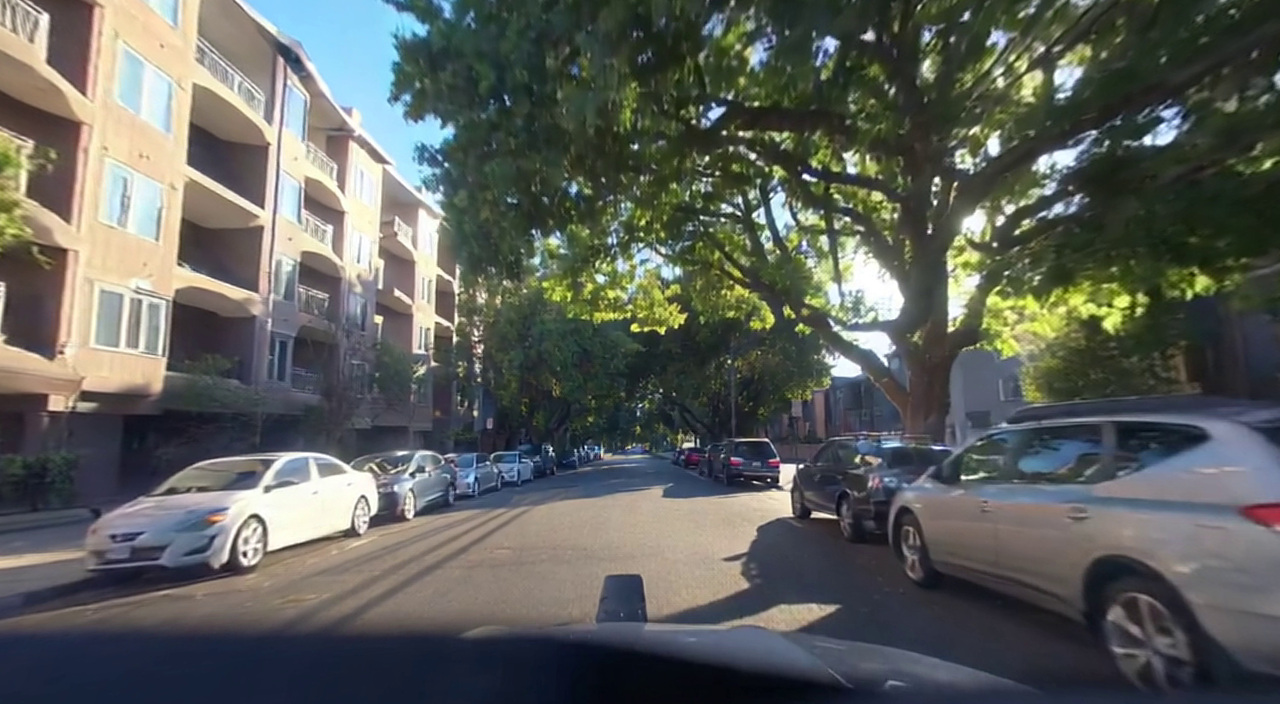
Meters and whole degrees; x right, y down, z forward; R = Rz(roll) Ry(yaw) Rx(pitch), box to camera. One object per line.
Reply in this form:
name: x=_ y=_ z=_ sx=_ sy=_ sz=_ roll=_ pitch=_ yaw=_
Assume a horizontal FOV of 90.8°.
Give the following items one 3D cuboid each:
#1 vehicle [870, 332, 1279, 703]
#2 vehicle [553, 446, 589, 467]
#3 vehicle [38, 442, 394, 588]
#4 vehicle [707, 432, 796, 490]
vehicle: x=3.639 y=1.158 z=4.637 sx=2.093 sy=1.801 sz=4.788 roll=2 pitch=-8 yaw=0
vehicle: x=-5.093 y=7.764 z=47.211 sx=2.080 sy=1.458 sz=4.511 roll=0 pitch=-8 yaw=1
vehicle: x=-5.218 y=2.000 z=8.711 sx=1.772 sy=1.466 sz=4.342 roll=0 pitch=-8 yaw=2
vehicle: x=3.748 y=3.769 z=22.223 sx=2.082 sy=1.809 sz=4.998 roll=0 pitch=-8 yaw=-1
